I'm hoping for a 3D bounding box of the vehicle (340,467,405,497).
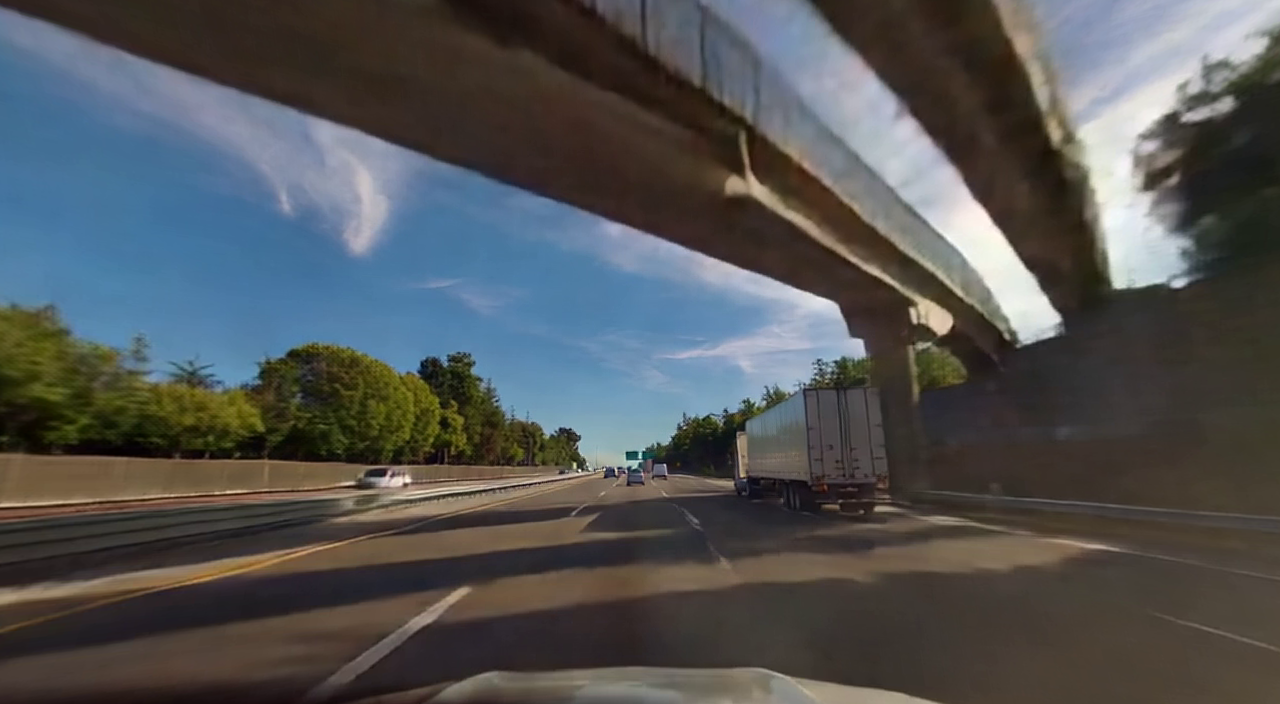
[{"bbox_3d":[-14.957,7.286,35.499,1.809,1.496,4.306,1,-11,-1],"label":"vehicle"}]

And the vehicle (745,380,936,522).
[{"bbox_3d":[6.950,4.113,25.215,2.926,4.073,13.836,1,-11,-1],"label":"vehicle"}]

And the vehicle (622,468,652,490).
[{"bbox_3d":[-0.237,9.074,45.037,2.029,1.459,3.684,1,-11,-1],"label":"vehicle"}]
